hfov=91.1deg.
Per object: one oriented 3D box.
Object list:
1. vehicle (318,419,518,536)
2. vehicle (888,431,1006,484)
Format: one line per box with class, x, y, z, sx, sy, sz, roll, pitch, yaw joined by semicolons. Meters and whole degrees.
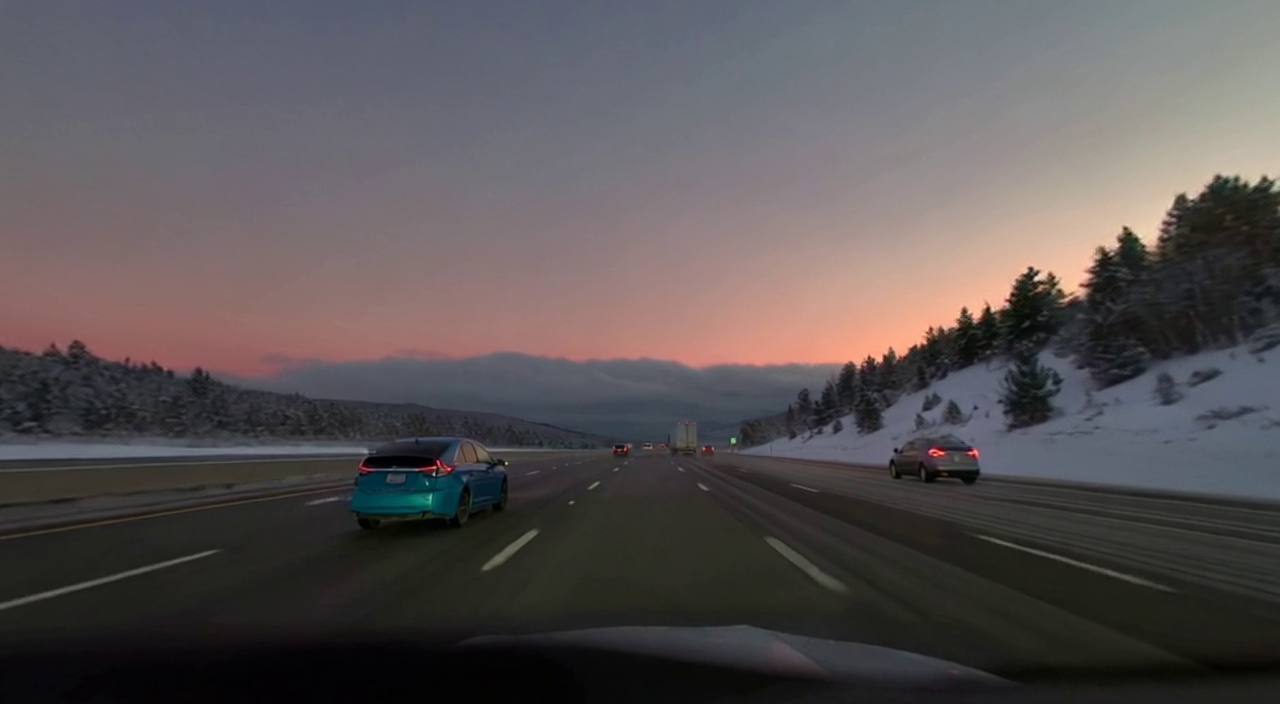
vehicle;-3.504;2.055;10.809;1.967;1.615;3.886;0;-8;1
vehicle;11.188;3.886;23.350;2.062;1.736;4.589;0;-8;0
